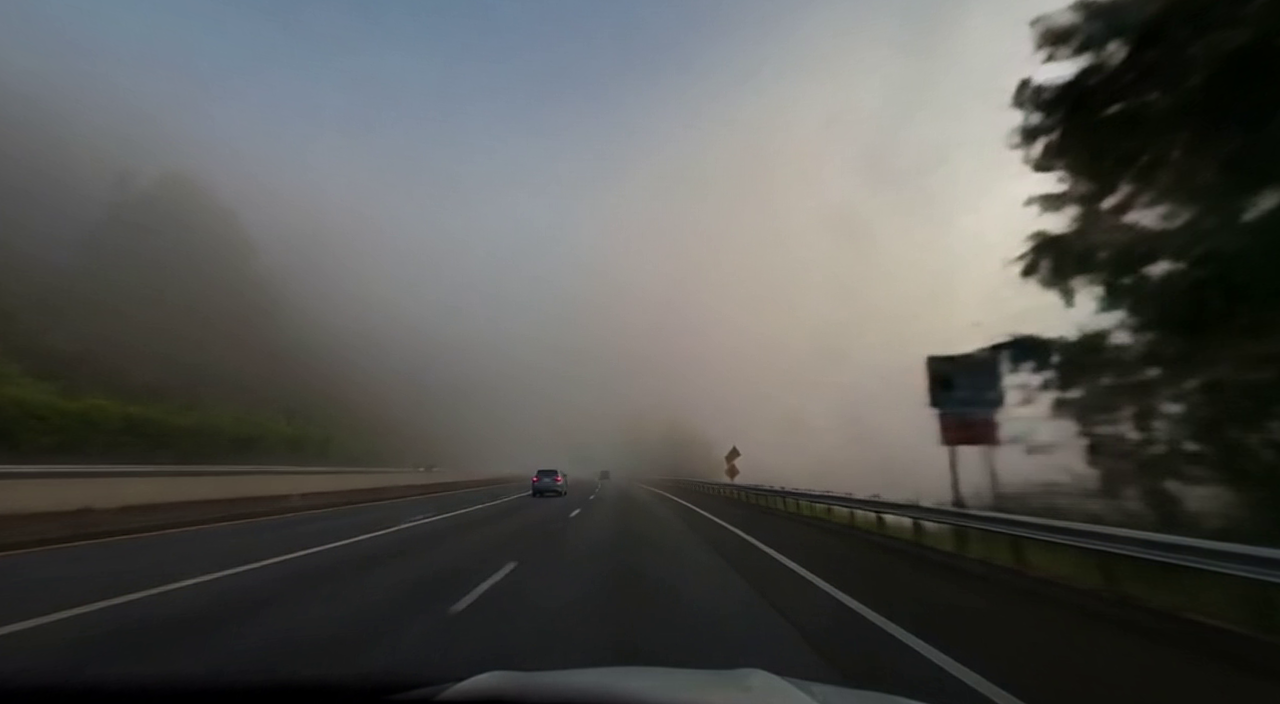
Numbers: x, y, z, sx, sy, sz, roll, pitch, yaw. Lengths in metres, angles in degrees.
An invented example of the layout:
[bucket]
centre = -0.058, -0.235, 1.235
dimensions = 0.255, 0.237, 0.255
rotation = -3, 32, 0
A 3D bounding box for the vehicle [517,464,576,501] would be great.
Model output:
[vehicle]
centre = -4.253, 6.055, 29.394
dimensions = 2.115, 1.546, 4.638
rotation = 1, -11, -1
